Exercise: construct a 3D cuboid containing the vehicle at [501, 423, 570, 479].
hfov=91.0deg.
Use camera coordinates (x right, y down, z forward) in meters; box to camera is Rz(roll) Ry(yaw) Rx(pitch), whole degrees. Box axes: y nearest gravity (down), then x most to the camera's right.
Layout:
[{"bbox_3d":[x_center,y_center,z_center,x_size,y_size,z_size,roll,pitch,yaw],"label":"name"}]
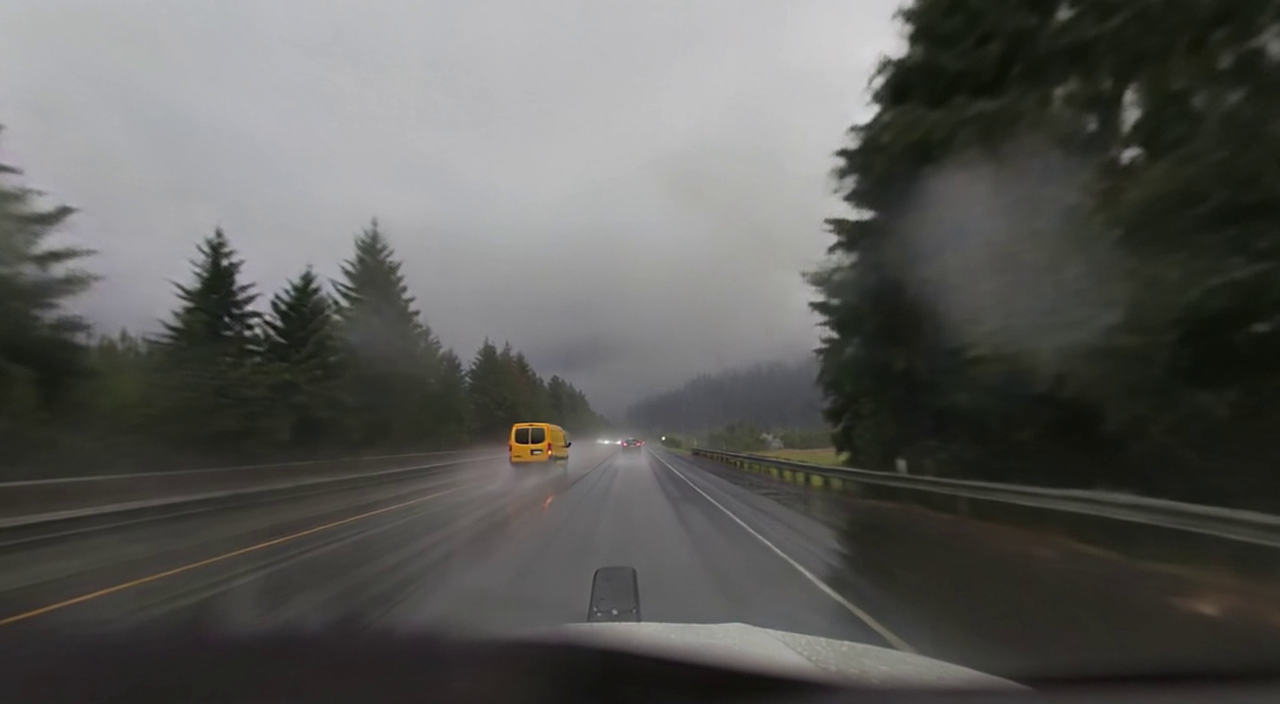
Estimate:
[{"bbox_3d":[-4.094,3.956,25.442,1.976,2.029,4.737,-1,-8,0],"label":"vehicle"}]
